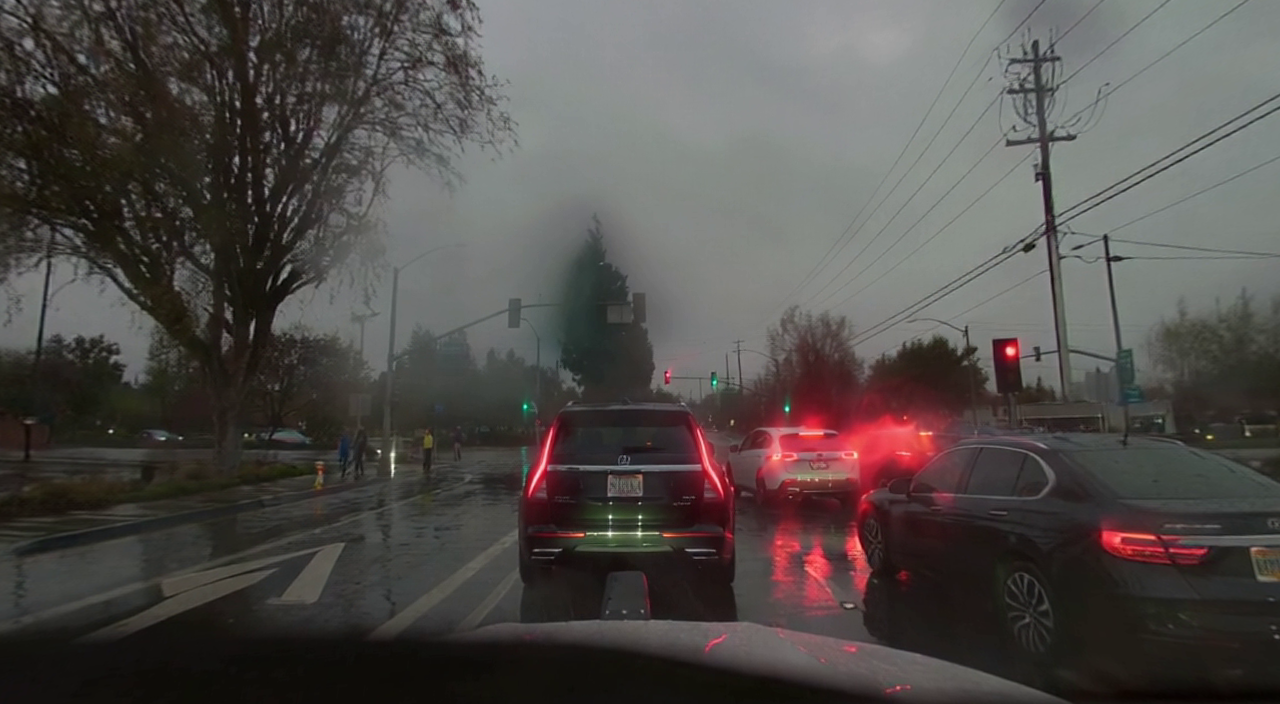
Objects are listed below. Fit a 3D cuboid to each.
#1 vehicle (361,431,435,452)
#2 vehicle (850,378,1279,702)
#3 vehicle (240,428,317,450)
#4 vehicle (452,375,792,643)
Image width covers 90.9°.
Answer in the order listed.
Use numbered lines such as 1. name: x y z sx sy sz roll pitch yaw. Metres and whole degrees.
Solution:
1. vehicle: -17.758 6.557 46.366 4.607 1.478 1.995 0 -8 0
2. vehicle: 3.555 1.294 5.558 1.948 1.677 4.437 0 -8 1
3. vehicle: -26.989 6.527 47.212 4.587 1.639 1.878 0 -8 1
4. vehicle: -0.168 1.368 6.534 2.271 1.786 4.443 0 -8 -1
